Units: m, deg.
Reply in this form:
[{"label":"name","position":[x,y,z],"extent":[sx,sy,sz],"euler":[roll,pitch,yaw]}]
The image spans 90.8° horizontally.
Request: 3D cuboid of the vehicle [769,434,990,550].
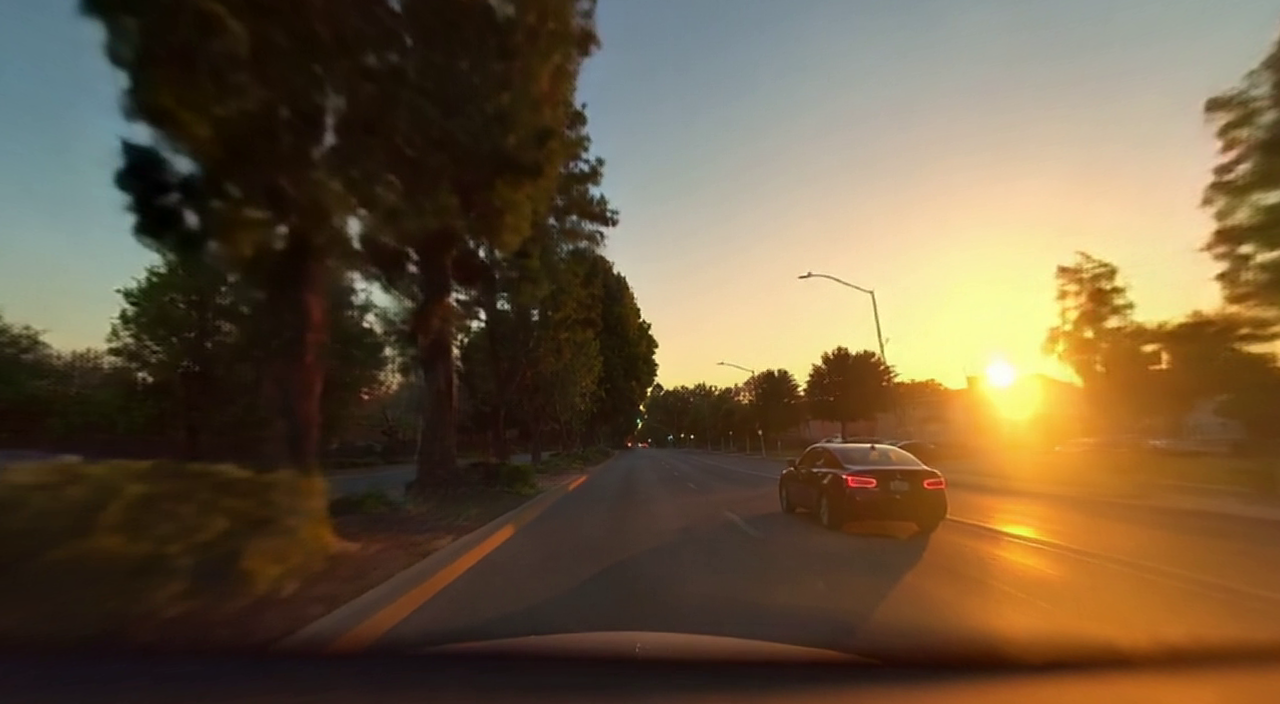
[{"label":"vehicle","position":[3.454,2.071,10.065],"extent":[1.852,1.453,4.083],"euler":[0,-8,-1]}]
